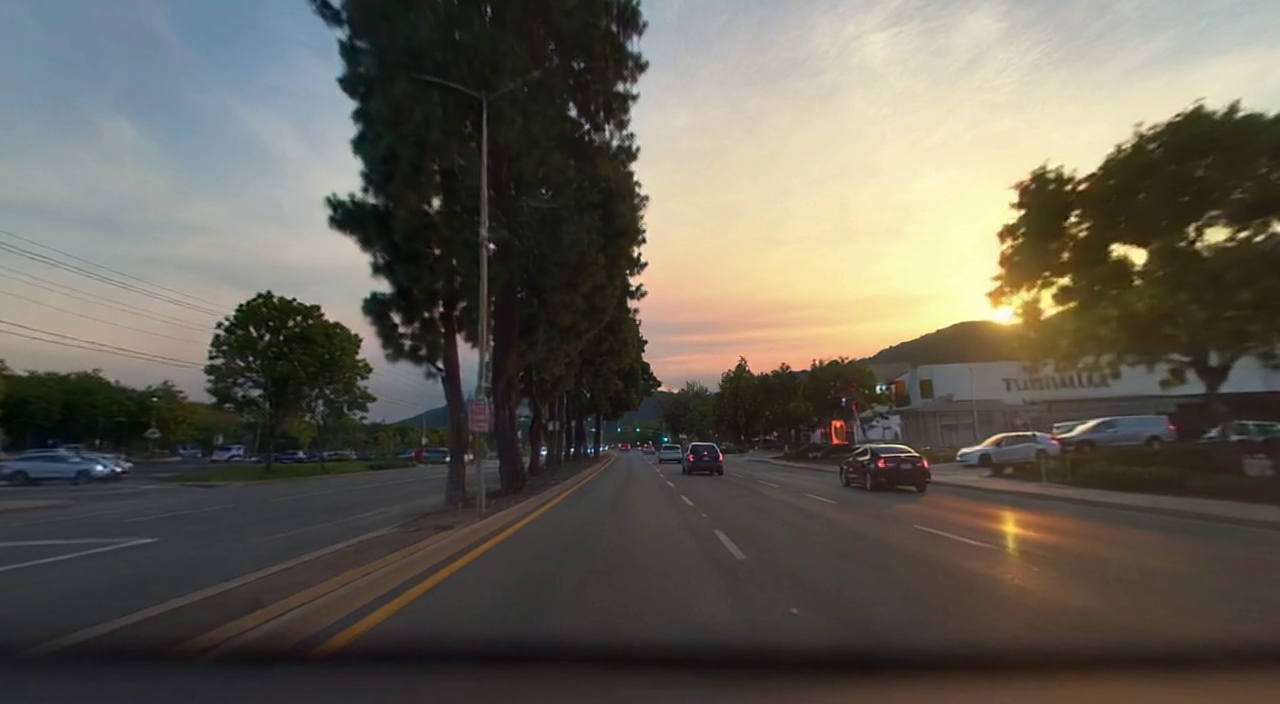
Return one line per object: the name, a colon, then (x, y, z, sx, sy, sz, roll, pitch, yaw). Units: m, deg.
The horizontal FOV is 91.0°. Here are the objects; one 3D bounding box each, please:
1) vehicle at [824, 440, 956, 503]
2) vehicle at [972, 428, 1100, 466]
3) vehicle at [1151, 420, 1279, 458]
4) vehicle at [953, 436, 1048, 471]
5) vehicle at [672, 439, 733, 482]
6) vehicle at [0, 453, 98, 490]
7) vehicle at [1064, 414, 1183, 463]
vehicle: (6.788, 3.268, 17.653, 1.886, 1.528, 4.169, 0, -9, -1)
vehicle: (22.823, 5.536, 36.818, 2.858, 2.005, 6.831, 0, -8, -2)
vehicle: (33.390, 5.137, 36.751, 2.307, 2.019, 5.604, 0, -9, -1)
vehicle: (18.687, 5.272, 32.759, 3.719, 1.537, 1.807, -3, -9, -1)
vehicle: (2.618, 4.696, 27.455, 2.161, 1.676, 4.151, 0, -9, -1)
vehicle: (-33.691, 6.612, 35.213, 1.999, 1.834, 4.697, -1, -9, 9)
vehicle: (28.185, 5.135, 37.067, 2.438, 2.602, 5.677, 0, -9, 0)
